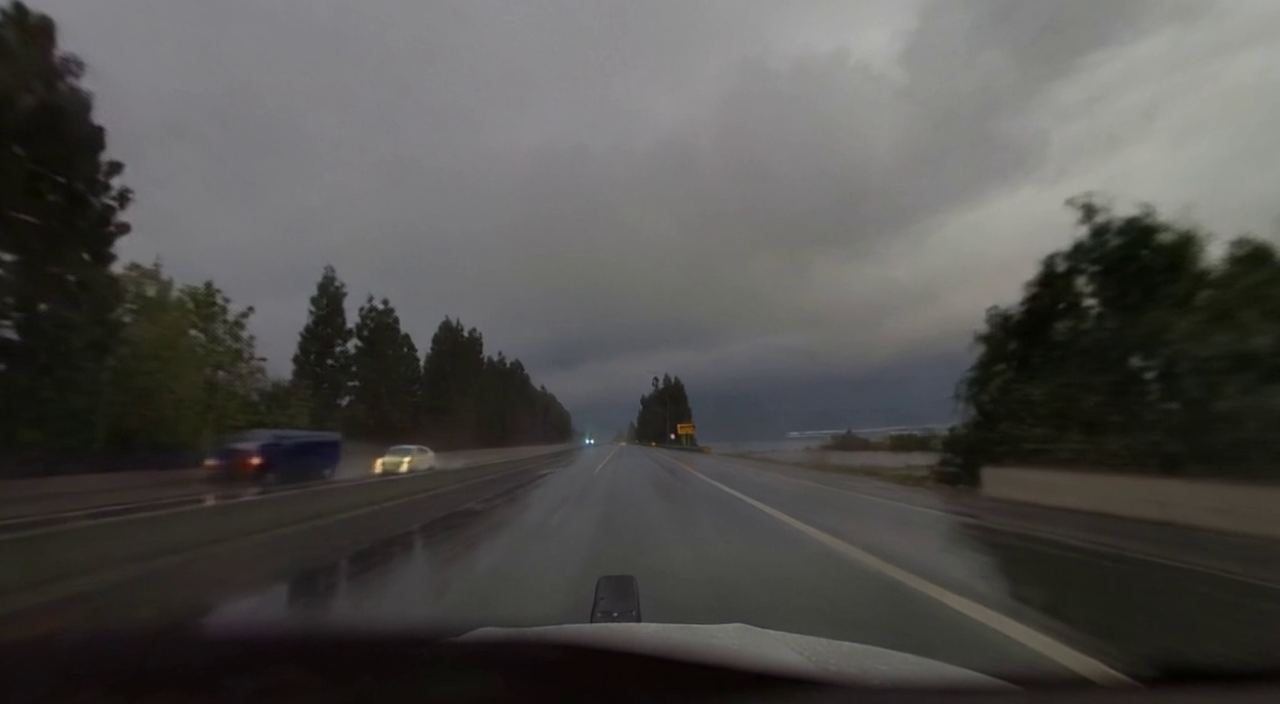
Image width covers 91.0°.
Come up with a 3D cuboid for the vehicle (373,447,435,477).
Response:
[{"bbox_3d":[-12.695,5.901,34.122,1.833,1.460,4.158,0,-8,-1],"label":"vehicle"}]

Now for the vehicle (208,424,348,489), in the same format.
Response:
[{"bbox_3d":[-16.446,4.784,29.314,2.335,2.630,7.283,0,-8,-2],"label":"vehicle"}]
